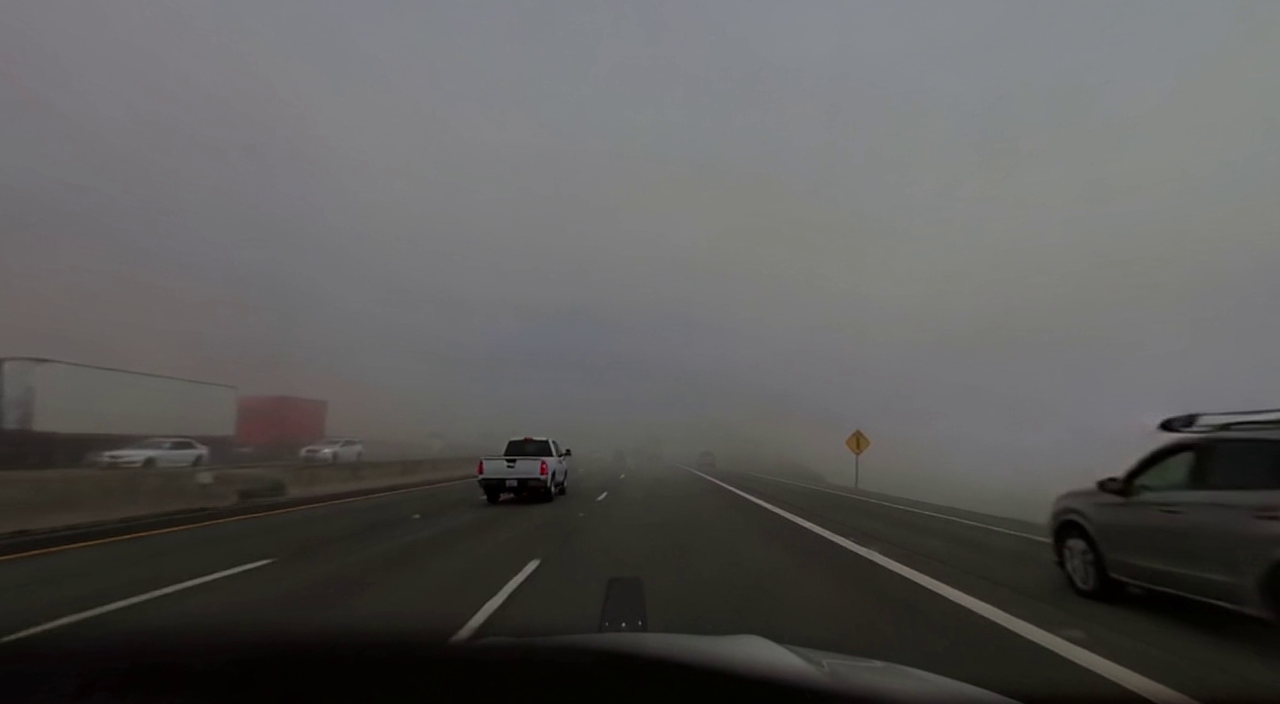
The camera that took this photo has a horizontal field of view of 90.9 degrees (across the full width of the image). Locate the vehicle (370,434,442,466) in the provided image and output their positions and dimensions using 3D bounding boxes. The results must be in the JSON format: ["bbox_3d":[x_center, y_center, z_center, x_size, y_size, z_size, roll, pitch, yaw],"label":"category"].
[{"bbox_3d":[-12.621,5.390,34.350,1.971,1.478,4.726,3,-11,2],"label":"vehicle"}]

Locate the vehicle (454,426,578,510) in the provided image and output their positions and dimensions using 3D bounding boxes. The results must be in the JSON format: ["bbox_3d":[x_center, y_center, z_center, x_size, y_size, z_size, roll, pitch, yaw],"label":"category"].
[{"bbox_3d":[-3.130,3.102,17.295,2.220,1.928,5.176,0,-9,1],"label":"vehicle"}]

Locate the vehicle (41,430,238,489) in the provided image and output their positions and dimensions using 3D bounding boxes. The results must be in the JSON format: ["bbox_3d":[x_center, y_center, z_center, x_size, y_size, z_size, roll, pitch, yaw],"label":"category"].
[{"bbox_3d":[-13.584,2.954,17.534,1.951,1.428,4.206,0,-9,1],"label":"vehicle"}]

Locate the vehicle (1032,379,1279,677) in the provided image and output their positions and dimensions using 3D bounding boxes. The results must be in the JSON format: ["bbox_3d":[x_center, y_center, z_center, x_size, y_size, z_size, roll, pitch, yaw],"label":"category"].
[{"bbox_3d":[4.797,1.048,3.789,2.080,1.725,4.252,0,-9,0],"label":"vehicle"}]

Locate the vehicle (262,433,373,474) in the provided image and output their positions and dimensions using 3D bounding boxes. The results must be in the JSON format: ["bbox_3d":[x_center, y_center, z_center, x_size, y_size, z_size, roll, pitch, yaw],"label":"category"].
[{"bbox_3d":[-12.797,4.136,25.392,1.978,1.433,4.435,2,-10,2],"label":"vehicle"}]
